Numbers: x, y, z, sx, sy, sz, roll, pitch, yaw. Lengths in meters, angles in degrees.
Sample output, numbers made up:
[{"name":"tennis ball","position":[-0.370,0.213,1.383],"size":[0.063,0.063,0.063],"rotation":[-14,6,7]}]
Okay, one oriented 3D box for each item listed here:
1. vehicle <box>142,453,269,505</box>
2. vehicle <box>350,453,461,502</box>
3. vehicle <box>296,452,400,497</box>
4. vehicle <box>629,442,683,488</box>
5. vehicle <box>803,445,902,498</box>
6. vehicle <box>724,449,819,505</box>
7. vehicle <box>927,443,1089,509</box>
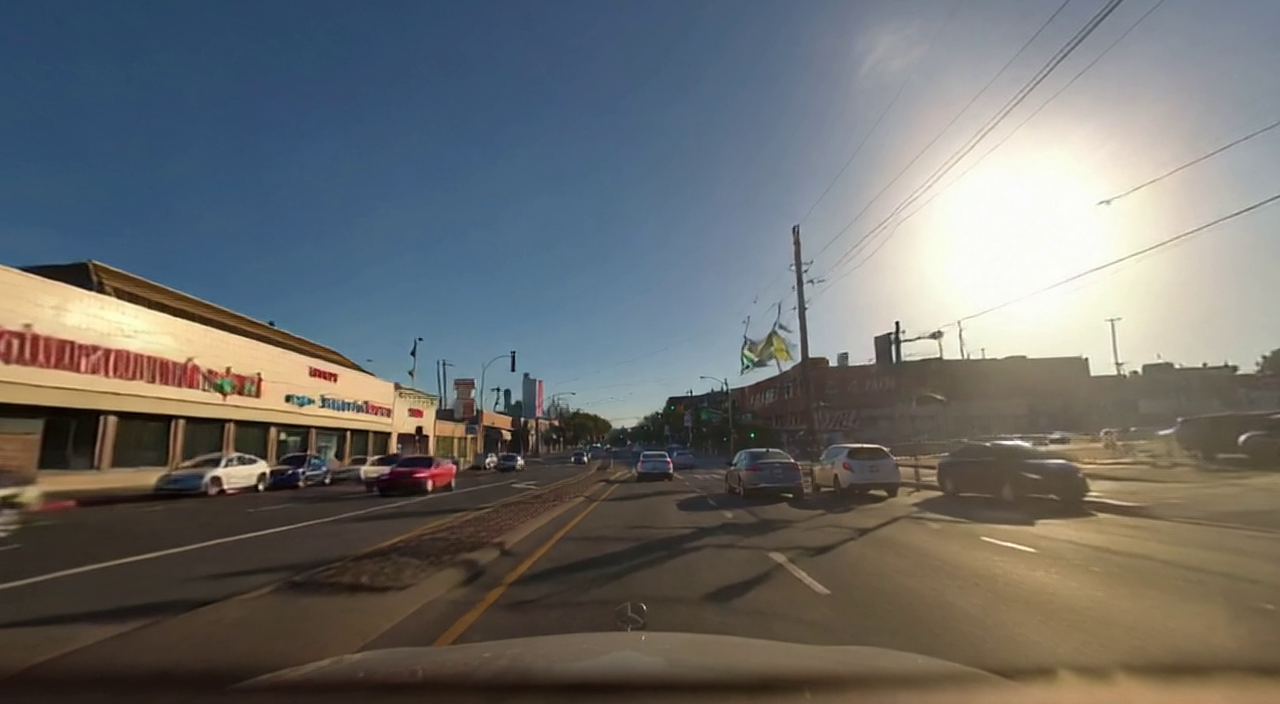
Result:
[{"name":"vehicle","position":[-18.507,5.383,27.235],"size":[2.013,1.823,4.960],"rotation":[0,-7,-1]},{"name":"vehicle","position":[-8.179,4.387,22.521],"size":[2.078,1.465,4.632],"rotation":[0,-8,1]},{"name":"vehicle","position":[-12.188,5.099,26.702],"size":[2.183,1.674,4.481],"rotation":[0,-8,1]},{"name":"vehicle","position":[0.680,5.002,28.313],"size":[2.210,1.861,4.280],"rotation":[0,-8,1]},{"name":"vehicle","position":[7.550,4.251,22.934],"size":[2.040,1.738,4.414],"rotation":[0,-8,0]},{"name":"vehicle","position":[3.882,3.753,19.466],"size":[1.963,1.484,4.609],"rotation":[0,-8,0]},{"name":"vehicle","position":[10.860,3.690,19.154],"size":[2.106,1.712,4.769],"rotation":[0,-10,1]}]
